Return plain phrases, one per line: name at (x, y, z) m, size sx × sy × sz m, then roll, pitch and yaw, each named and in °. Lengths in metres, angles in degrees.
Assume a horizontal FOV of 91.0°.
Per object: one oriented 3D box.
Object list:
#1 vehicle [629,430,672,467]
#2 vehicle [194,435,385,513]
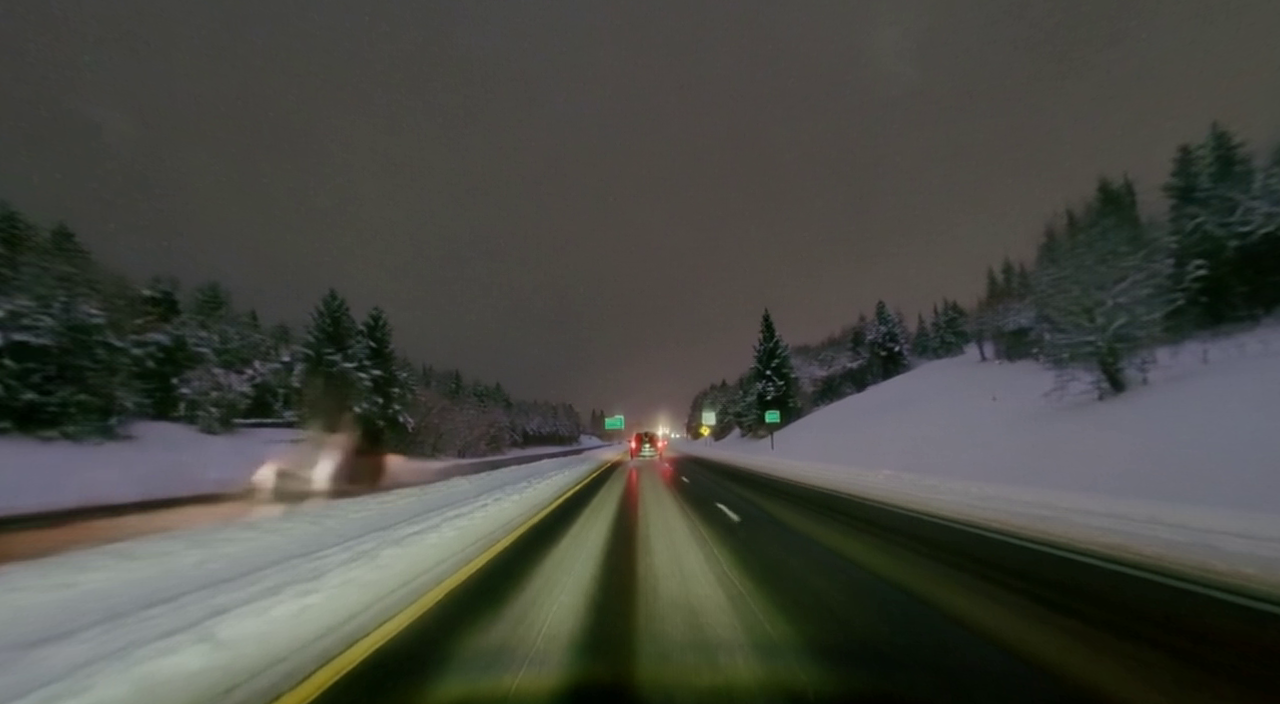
vehicle at (0.605, 5.478, 35.968) m, size 2.301 × 1.944 × 4.554 m, roll 0°, pitch -8°, yaw 1°
vehicle at (-7.815, 2.721, 14.631) m, size 1.899 × 1.513 × 4.382 m, roll 0°, pitch -8°, yaw 0°
